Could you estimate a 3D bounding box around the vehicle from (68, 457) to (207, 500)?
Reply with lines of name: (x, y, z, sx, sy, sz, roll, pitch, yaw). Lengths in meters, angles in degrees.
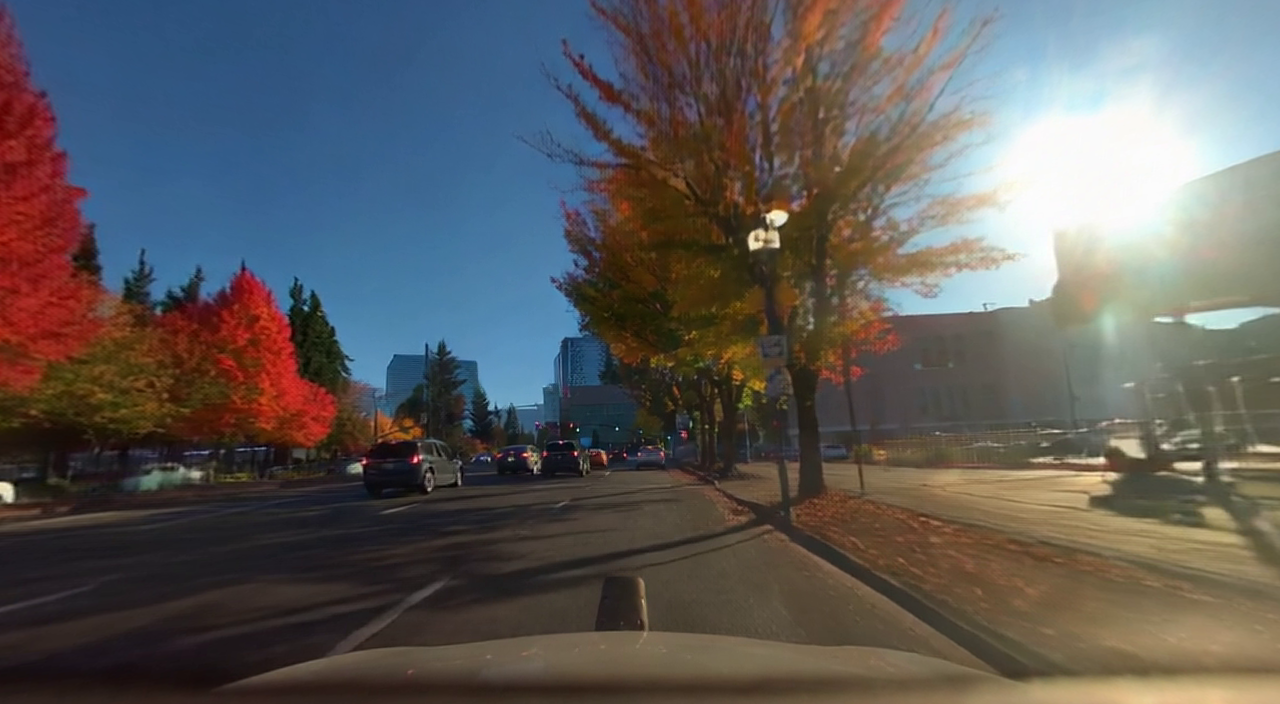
vehicle: (-20.015, 5.029, 25.394, 1.826, 1.493, 4.383, 0, -9, 3)

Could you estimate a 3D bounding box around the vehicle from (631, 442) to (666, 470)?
vehicle: (0.546, 6.772, 41.062, 2.144, 1.704, 4.028, 0, -9, 0)

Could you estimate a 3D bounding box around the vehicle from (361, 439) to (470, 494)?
vehicle: (-7.299, 3.740, 20.994, 1.932, 1.596, 4.247, 0, -9, 2)

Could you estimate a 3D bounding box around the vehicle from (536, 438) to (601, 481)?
vehicle: (-2.996, 4.646, 27.500, 2.165, 1.663, 4.513, 0, -9, 2)

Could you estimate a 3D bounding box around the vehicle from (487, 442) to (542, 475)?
vehicle: (-7.096, 6.054, 36.054, 2.069, 1.719, 4.441, 0, -9, 2)
